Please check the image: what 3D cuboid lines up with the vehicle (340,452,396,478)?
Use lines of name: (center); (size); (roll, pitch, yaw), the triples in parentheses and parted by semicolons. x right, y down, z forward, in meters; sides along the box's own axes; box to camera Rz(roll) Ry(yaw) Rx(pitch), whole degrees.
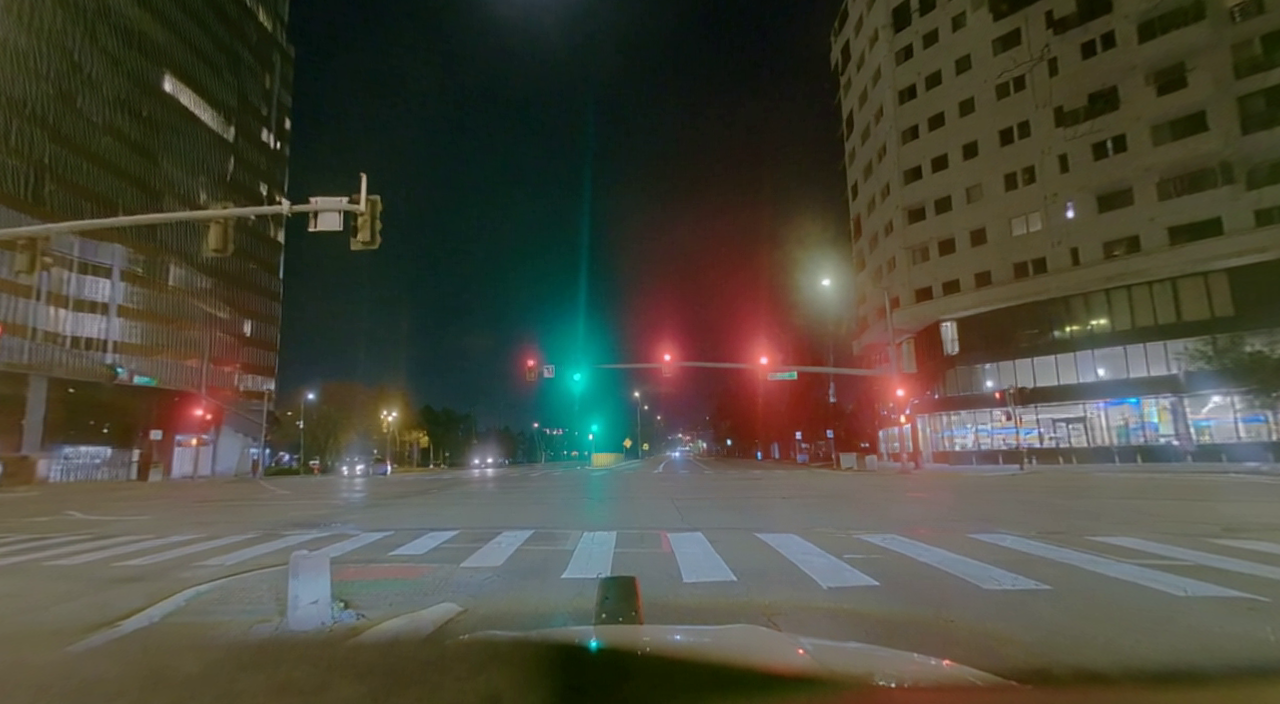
vehicle: (-18.861, 7.825, 43.990); (1.933, 1.664, 4.255); (0, -9, 1)
